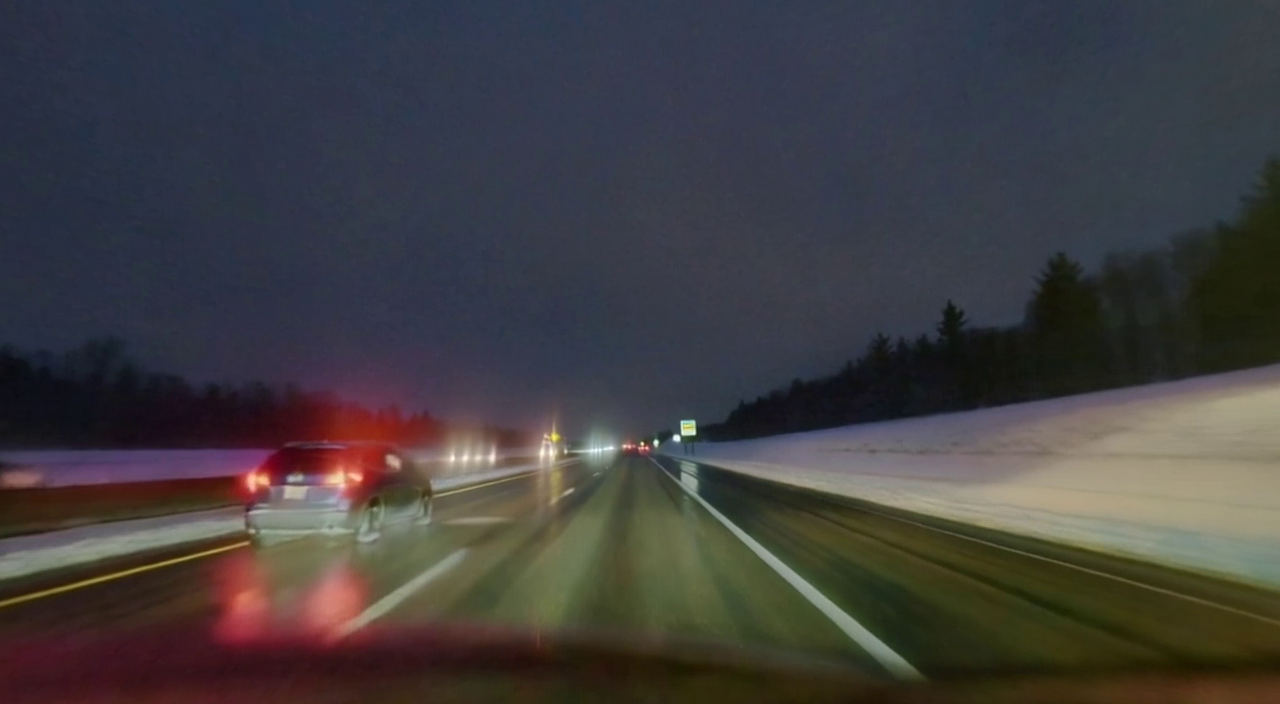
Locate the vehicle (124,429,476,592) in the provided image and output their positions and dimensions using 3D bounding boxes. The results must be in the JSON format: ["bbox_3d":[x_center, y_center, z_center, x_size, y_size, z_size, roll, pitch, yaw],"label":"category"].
[{"bbox_3d":[-3.904,1.897,8.453,2.118,1.562,4.541,0,-9,1],"label":"vehicle"}]
